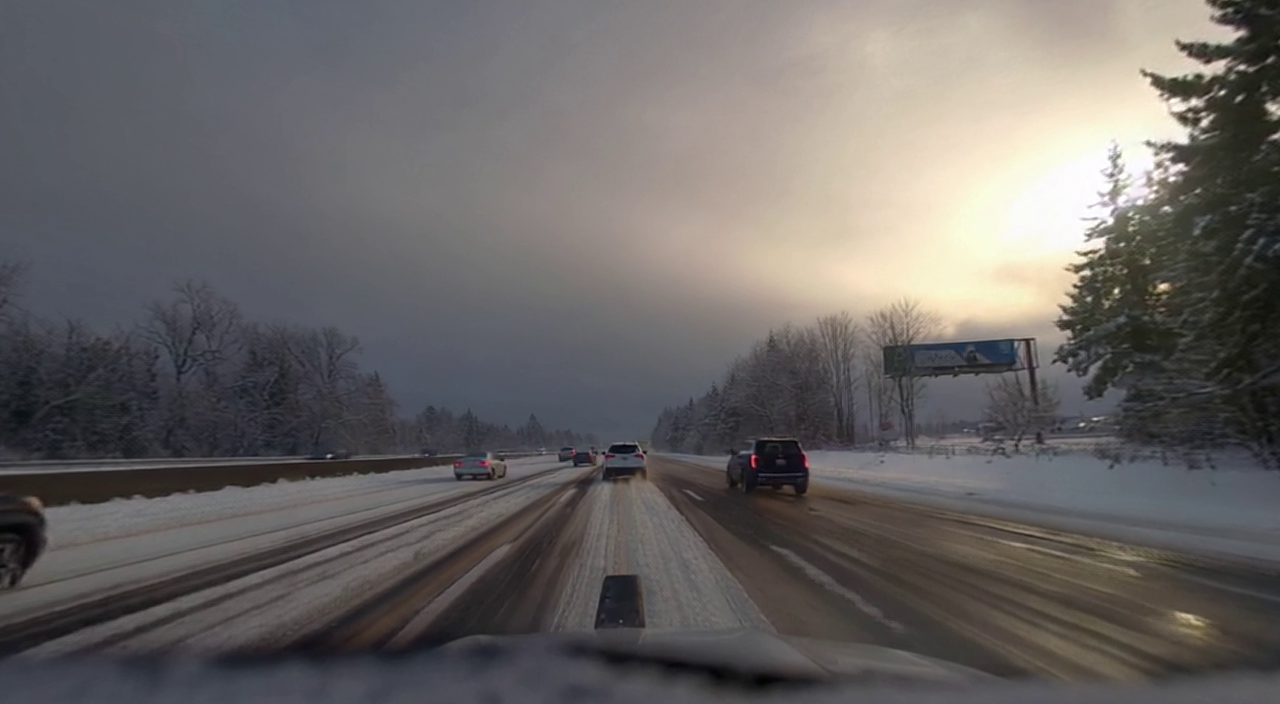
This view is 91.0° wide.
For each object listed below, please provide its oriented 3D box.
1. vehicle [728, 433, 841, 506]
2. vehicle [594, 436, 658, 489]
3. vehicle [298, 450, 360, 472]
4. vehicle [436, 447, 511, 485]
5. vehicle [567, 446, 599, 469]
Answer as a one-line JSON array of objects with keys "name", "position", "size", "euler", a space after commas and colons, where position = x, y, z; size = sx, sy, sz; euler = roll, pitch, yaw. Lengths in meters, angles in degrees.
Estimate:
[{"name": "vehicle", "position": [3.773, 3.141, 17.320], "size": [1.925, 1.716, 4.378], "euler": [0, -9, -2]}, {"name": "vehicle", "position": [-0.478, 4.069, 23.607], "size": [2.127, 1.749, 4.776], "euler": [0, -9, 0]}, {"name": "vehicle", "position": [-22.858, 8.011, 46.508], "size": [2.136, 1.504, 4.633], "euler": [0, -9, 0]}, {"name": "vehicle", "position": [-7.049, 4.876, 27.236], "size": [1.892, 1.468, 4.792], "euler": [0, -9, 0]}, {"name": "vehicle", "position": [-4.032, 7.541, 45.144], "size": [1.889, 1.522, 4.465], "euler": [0, -9, -1]}]
